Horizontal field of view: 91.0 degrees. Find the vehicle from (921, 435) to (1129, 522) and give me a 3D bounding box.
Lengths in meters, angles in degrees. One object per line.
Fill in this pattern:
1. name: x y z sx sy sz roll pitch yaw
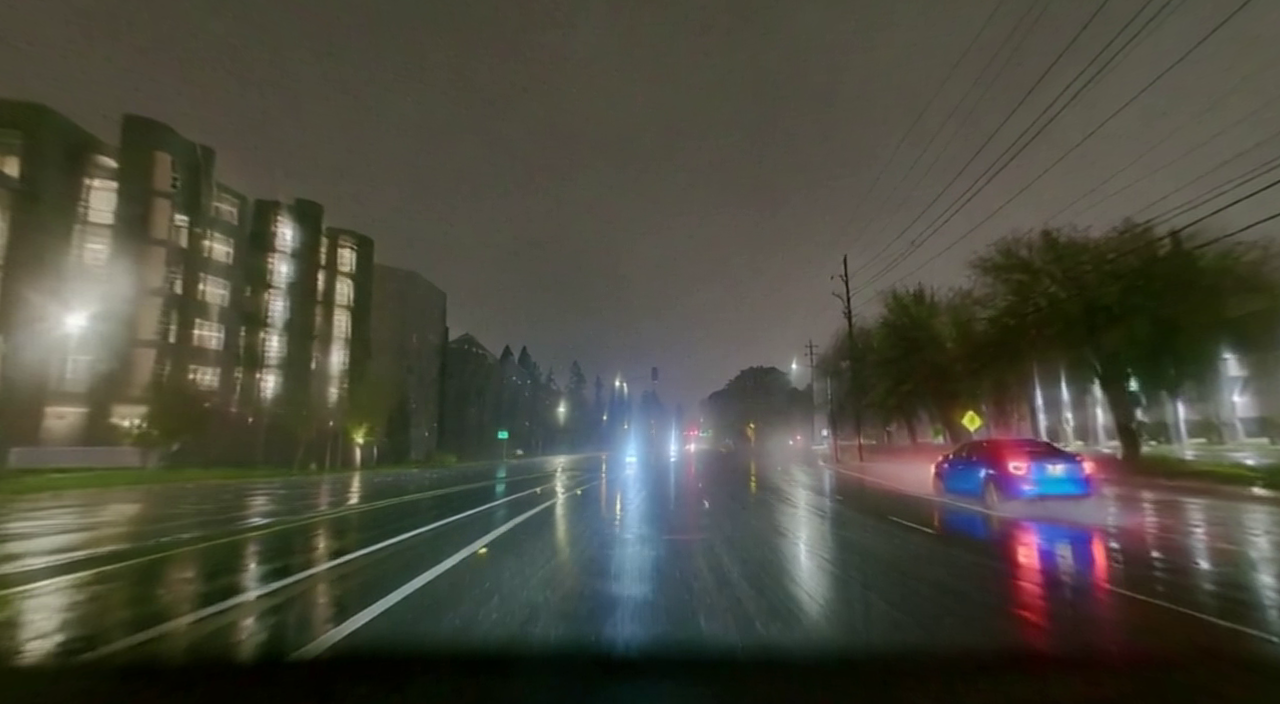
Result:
1. vehicle: 7.487 2.469 12.801 1.908 1.476 3.880 -1 -9 3
